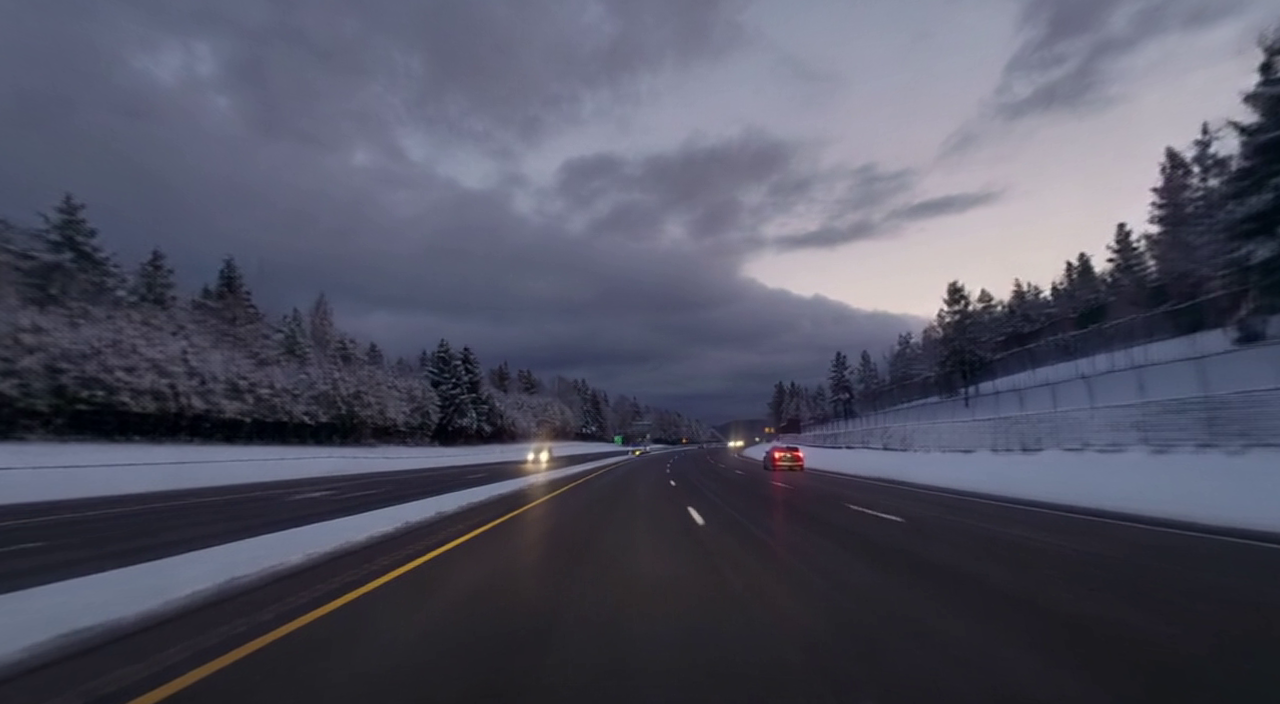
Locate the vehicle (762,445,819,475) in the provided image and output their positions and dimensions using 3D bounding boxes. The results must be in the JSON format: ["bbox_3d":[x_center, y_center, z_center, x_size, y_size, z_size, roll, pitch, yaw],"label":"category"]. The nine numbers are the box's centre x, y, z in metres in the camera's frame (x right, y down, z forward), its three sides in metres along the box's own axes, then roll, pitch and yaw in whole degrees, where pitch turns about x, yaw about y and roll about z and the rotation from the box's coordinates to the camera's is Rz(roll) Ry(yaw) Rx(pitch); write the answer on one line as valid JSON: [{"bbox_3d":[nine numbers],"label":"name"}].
[{"bbox_3d":[8.132,5.880,34.485,1.983,1.486,4.545,0,-9,0],"label":"vehicle"}]
